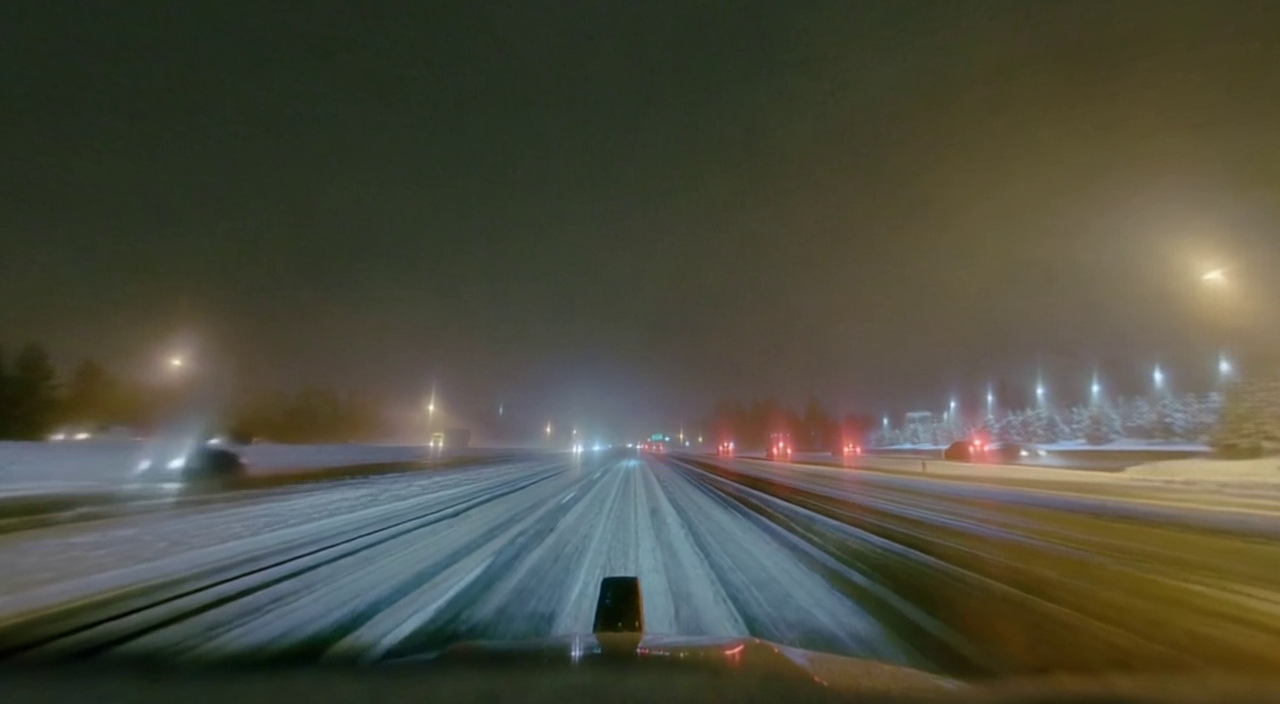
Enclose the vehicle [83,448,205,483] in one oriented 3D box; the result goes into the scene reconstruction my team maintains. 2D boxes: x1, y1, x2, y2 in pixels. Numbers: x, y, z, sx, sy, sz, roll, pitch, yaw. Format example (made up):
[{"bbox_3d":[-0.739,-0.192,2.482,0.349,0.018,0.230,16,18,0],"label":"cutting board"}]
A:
[{"bbox_3d":[-23.237,5.303,29.767,1.935,1.480,4.664,0,-8,1],"label":"vehicle"}]
